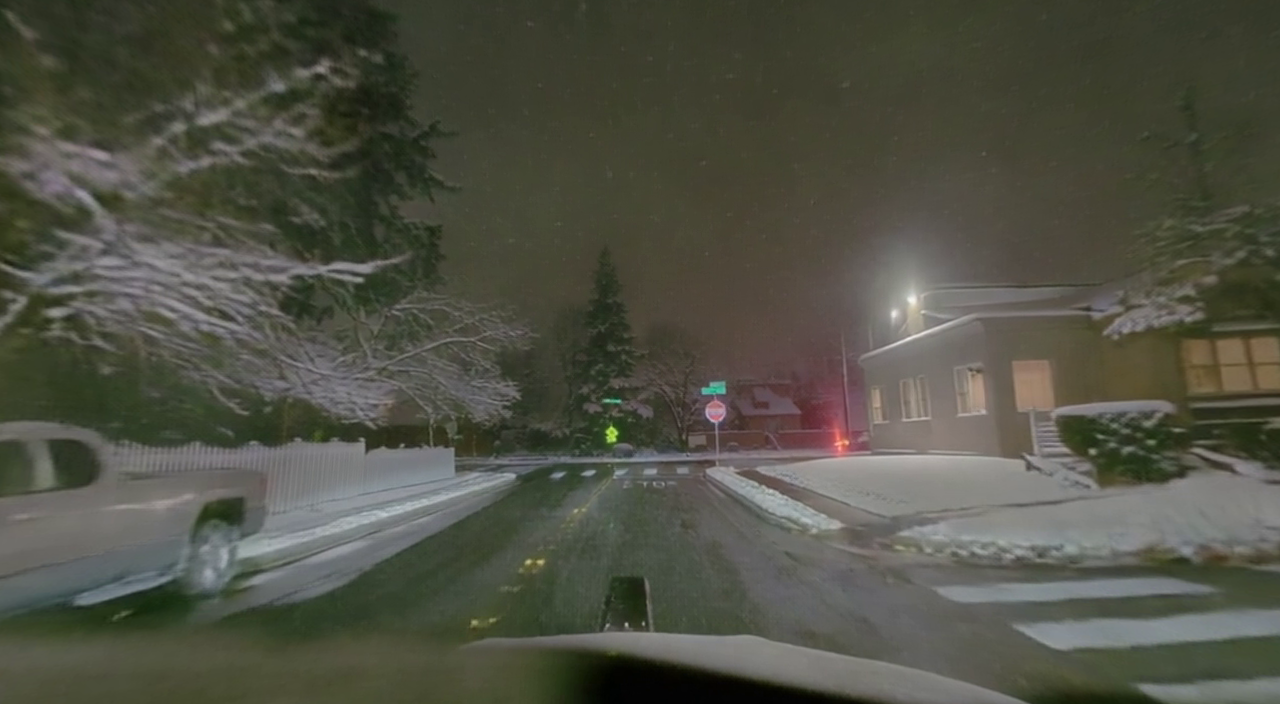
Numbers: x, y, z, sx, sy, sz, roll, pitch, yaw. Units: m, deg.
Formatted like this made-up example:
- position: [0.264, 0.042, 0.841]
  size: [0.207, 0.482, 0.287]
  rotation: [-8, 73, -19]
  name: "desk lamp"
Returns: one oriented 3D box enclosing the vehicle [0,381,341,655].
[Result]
- position: [-5.563, 1.374, 5.898]
  size: [2.308, 1.899, 6.107]
  rotation: [-1, -8, 3]
  name: "vehicle"
